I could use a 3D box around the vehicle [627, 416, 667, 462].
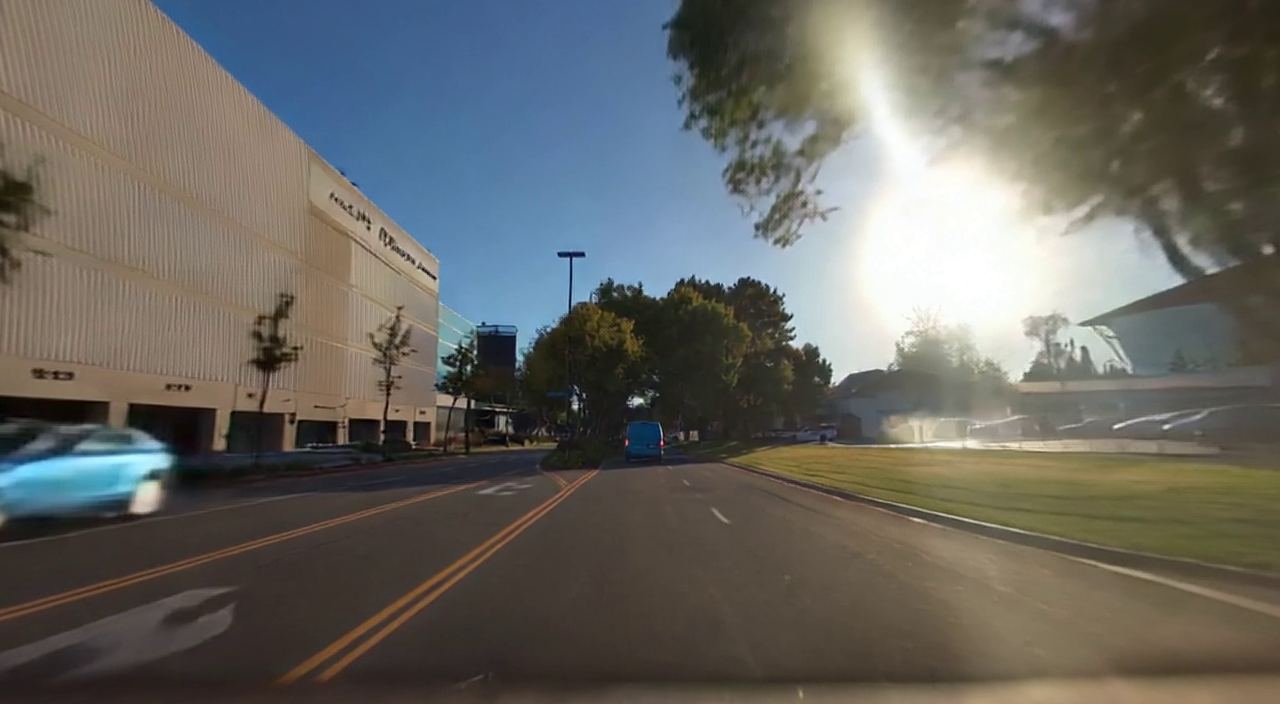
[{"bbox_3d":[0.411,5.735,41.720,2.435,2.816,5.232,0,-8,0],"label":"vehicle"}]
